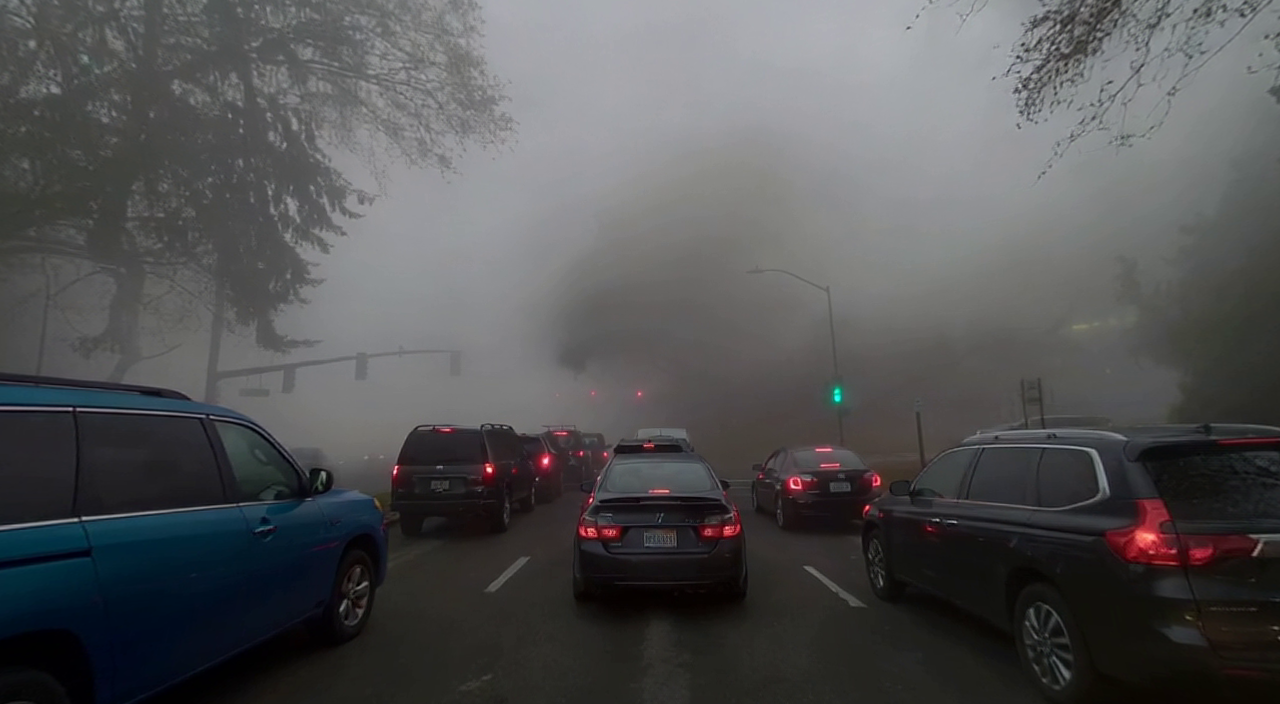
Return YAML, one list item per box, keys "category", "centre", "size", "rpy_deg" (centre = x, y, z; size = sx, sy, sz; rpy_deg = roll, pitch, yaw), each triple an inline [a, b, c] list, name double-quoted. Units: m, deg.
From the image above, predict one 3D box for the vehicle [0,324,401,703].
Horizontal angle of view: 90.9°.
- category: "vehicle"
  centre: [-3.123, 0.954, 3.310]
  size: [1.982, 1.721, 4.261]
  rpy_deg: [0, -8, 1]

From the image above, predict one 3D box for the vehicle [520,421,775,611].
- category: "vehicle"
  centre: [0.022, 1.598, 7.046]
  size: [2.021, 1.490, 3.948]
  rpy_deg: [0, -8, -1]

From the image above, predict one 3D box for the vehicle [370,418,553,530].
- category: "vehicle"
  centre: [-3.179, 2.300, 12.454]
  size: [2.117, 1.772, 4.619]
  rpy_deg: [0, -8, 2]

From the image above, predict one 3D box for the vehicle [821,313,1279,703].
- category: "vehicle"
  centre: [3.215, 1.101, 4.735]
  size: [2.141, 1.833, 4.704]
  rpy_deg: [0, -8, -2]
